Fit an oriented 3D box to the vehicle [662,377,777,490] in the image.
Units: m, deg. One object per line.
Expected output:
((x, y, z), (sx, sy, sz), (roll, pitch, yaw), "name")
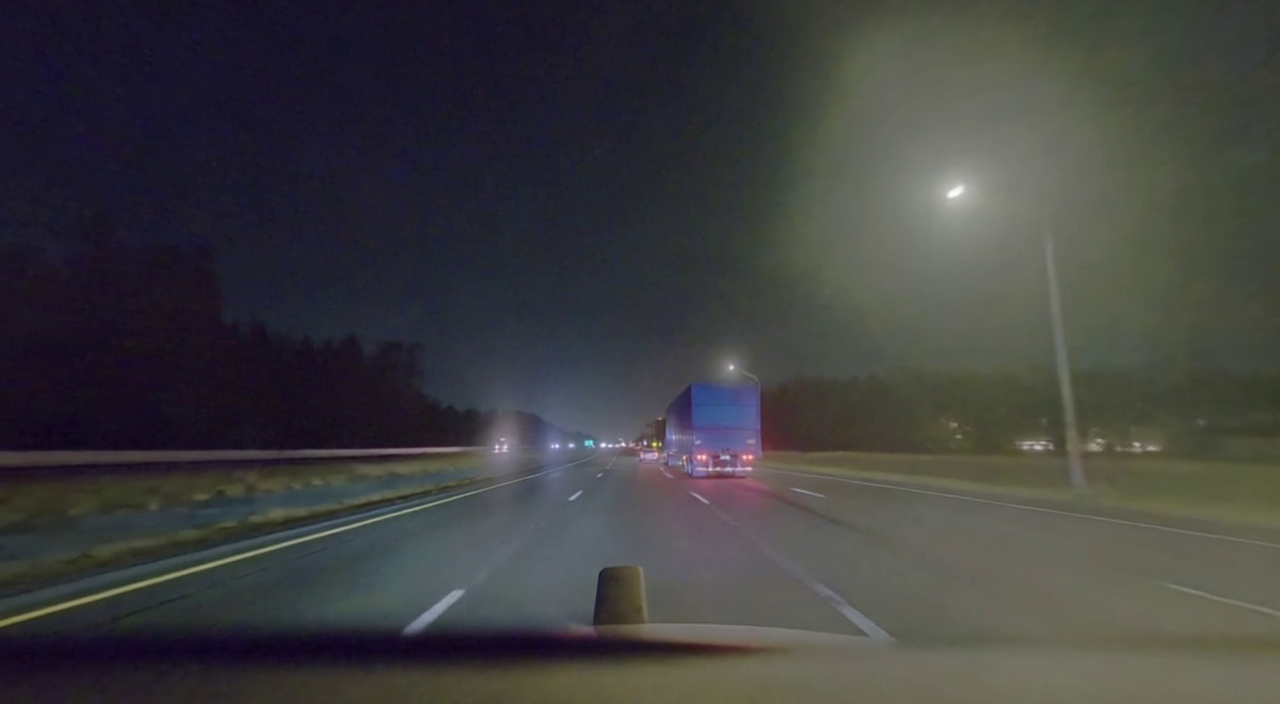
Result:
((3.209, 4.245, 31.481), (3.462, 4.177, 16.311), (0, -9, 0), "vehicle")
